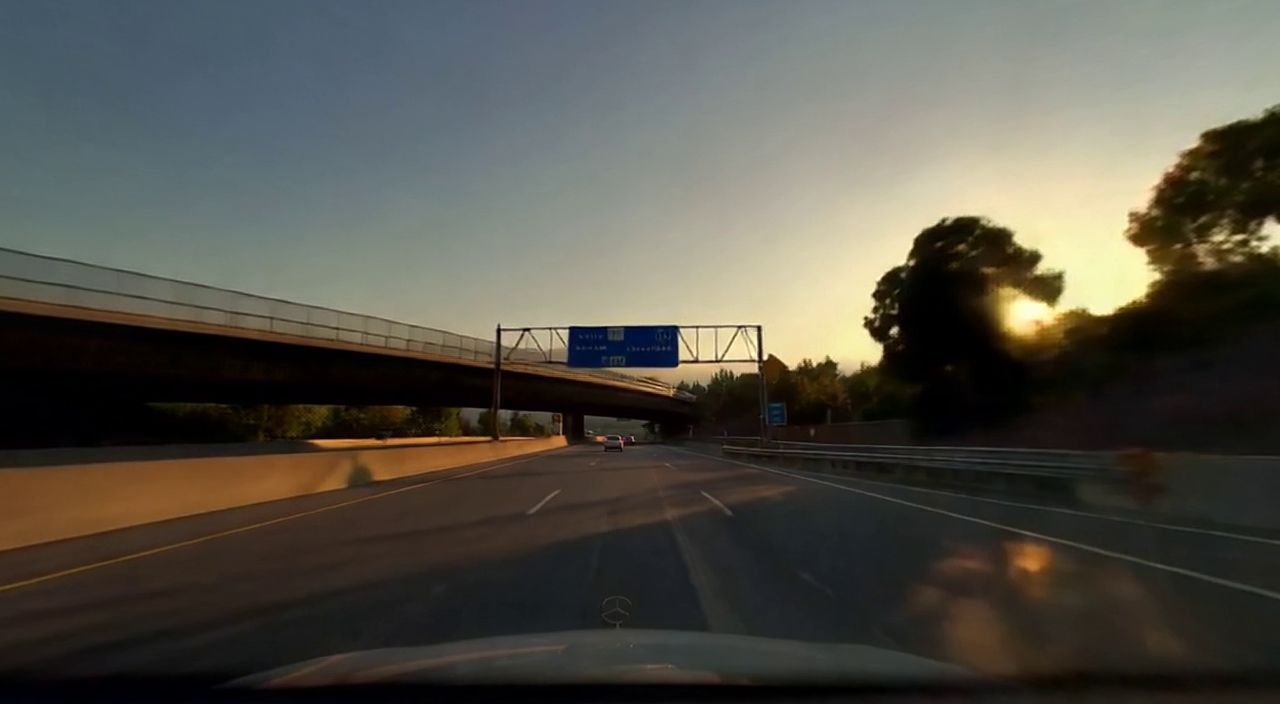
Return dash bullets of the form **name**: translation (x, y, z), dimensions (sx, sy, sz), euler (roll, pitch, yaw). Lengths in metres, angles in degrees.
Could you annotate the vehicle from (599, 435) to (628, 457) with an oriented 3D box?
- **vehicle**: translation (-1.922, 6.915, 46.642), dimensions (1.993, 1.519, 4.046), euler (0, -8, -1)
